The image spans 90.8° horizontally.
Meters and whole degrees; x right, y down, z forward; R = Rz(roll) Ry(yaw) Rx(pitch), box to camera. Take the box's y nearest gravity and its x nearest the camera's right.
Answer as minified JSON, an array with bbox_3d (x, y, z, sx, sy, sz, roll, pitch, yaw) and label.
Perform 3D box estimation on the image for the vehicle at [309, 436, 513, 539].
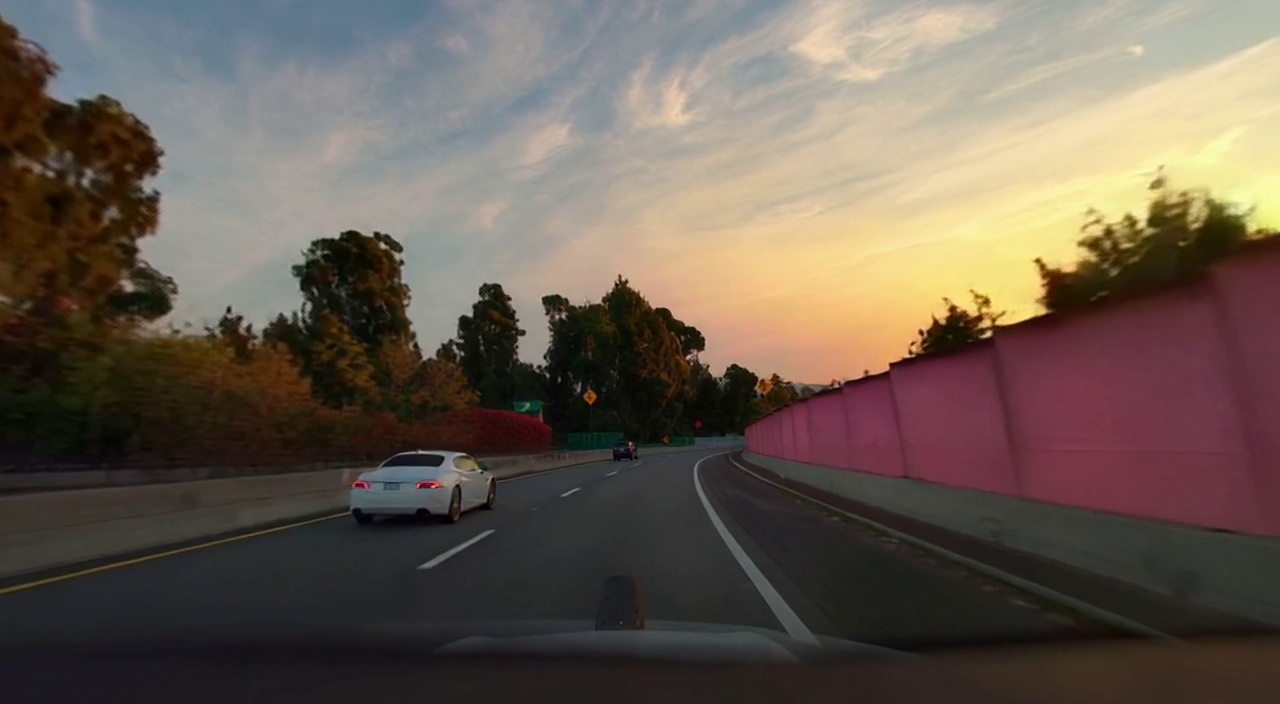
[{"bbox_3d":[-3.629,2.217,10.976,1.746,1.405,4.339,-1,-9,3],"label":"vehicle"}]

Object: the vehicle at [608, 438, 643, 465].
[{"bbox_3d":[-0.919,6.588,41.889,1.833,1.697,3.984,-1,-9,6],"label":"vehicle"}]
